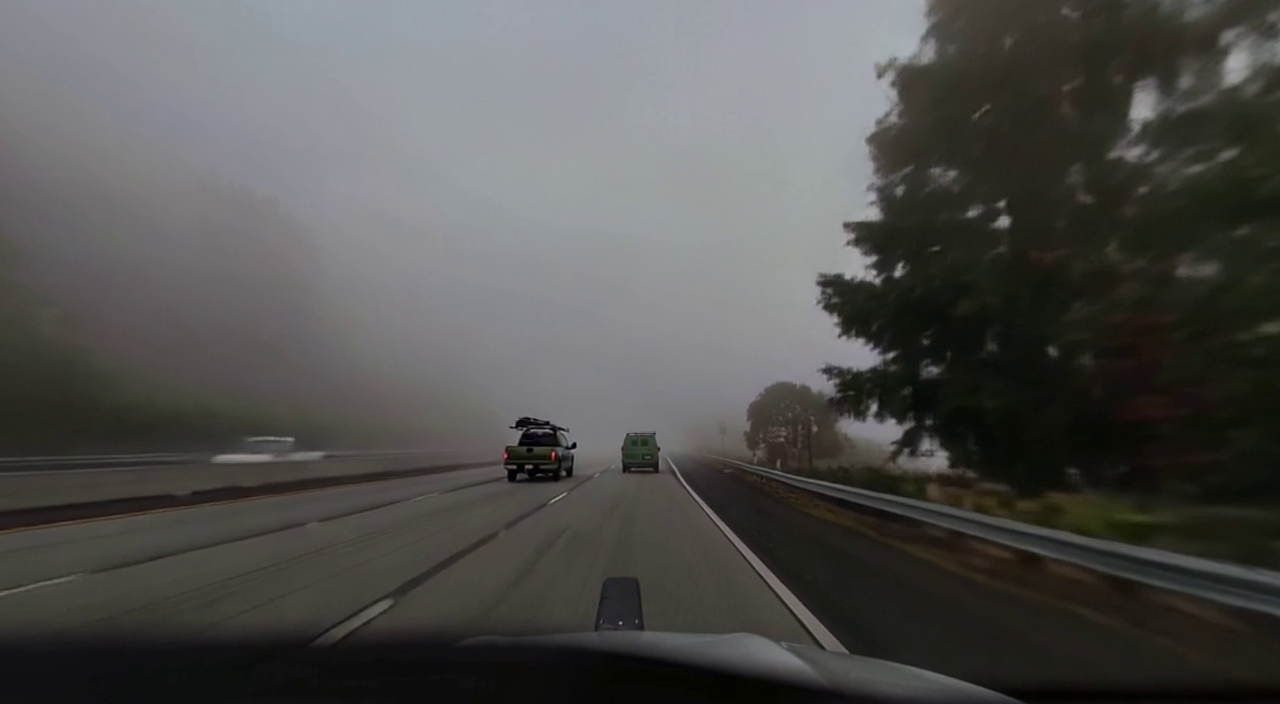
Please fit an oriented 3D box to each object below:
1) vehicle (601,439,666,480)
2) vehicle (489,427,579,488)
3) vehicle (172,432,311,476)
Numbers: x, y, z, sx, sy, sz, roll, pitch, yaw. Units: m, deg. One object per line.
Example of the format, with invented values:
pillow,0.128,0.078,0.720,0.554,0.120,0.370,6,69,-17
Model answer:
vehicle,-0.185,4.874,28.821,2.715,1.669,5.163,0,-9,2
vehicle,-3.679,3.771,22.825,2.250,1.947,4.860,0,-9,2
vehicle,-18.281,4.734,29.427,2.626,1.852,5.784,0,-9,1
